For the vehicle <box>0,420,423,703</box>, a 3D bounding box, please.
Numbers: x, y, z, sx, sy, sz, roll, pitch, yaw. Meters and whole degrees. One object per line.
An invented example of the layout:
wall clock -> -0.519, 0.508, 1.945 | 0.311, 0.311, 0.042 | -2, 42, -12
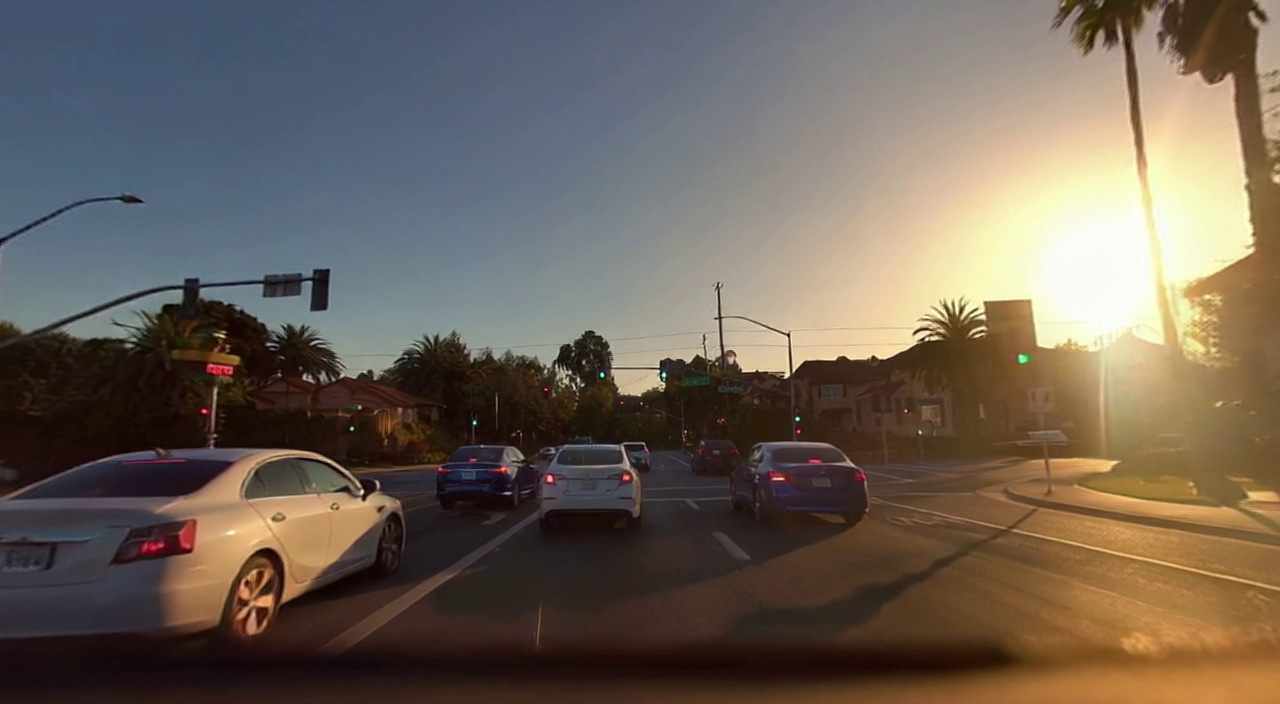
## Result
vehicle -> -3.683, 1.419, 5.419 | 2.058, 1.474, 4.473 | 0, -8, 0

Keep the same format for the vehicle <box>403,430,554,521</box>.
vehicle -> -3.385, 2.691, 14.333 | 2.024, 1.701, 4.572 | -1, -8, 3

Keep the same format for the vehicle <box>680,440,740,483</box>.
vehicle -> 2.826, 4.523, 26.363 | 1.956, 1.615, 4.205 | 0, -8, -1

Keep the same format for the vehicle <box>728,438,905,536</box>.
vehicle -> 2.997, 2.386, 11.841 | 2.014, 1.464, 4.312 | 0, -8, -1

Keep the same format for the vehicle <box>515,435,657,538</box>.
vehicle -> -0.814, 2.292, 11.364 | 2.104, 1.500, 3.815 | 0, -8, 0
